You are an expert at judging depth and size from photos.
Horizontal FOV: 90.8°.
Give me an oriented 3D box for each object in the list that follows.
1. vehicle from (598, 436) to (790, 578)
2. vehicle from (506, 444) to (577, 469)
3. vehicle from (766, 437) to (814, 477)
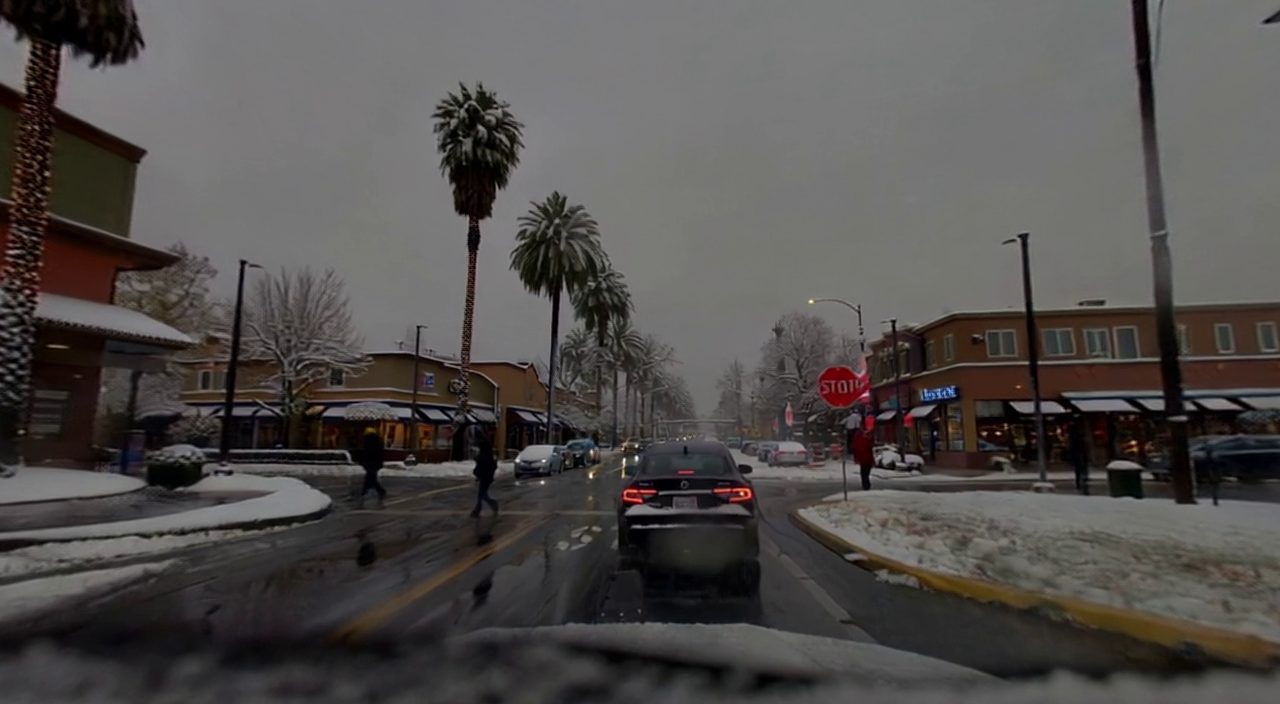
[{"bbox_3d":[0.749,1.943,8.769,2.031,1.479,3.969,-1,-9,5],"label":"vehicle"},{"bbox_3d":[-6.894,7.303,44.290,4.529,1.682,1.895,6,-11,-36],"label":"vehicle"},{"bbox_3d":[9.395,6.541,39.608,2.467,2.369,1.577,6,-10,-34],"label":"vehicle"}]
